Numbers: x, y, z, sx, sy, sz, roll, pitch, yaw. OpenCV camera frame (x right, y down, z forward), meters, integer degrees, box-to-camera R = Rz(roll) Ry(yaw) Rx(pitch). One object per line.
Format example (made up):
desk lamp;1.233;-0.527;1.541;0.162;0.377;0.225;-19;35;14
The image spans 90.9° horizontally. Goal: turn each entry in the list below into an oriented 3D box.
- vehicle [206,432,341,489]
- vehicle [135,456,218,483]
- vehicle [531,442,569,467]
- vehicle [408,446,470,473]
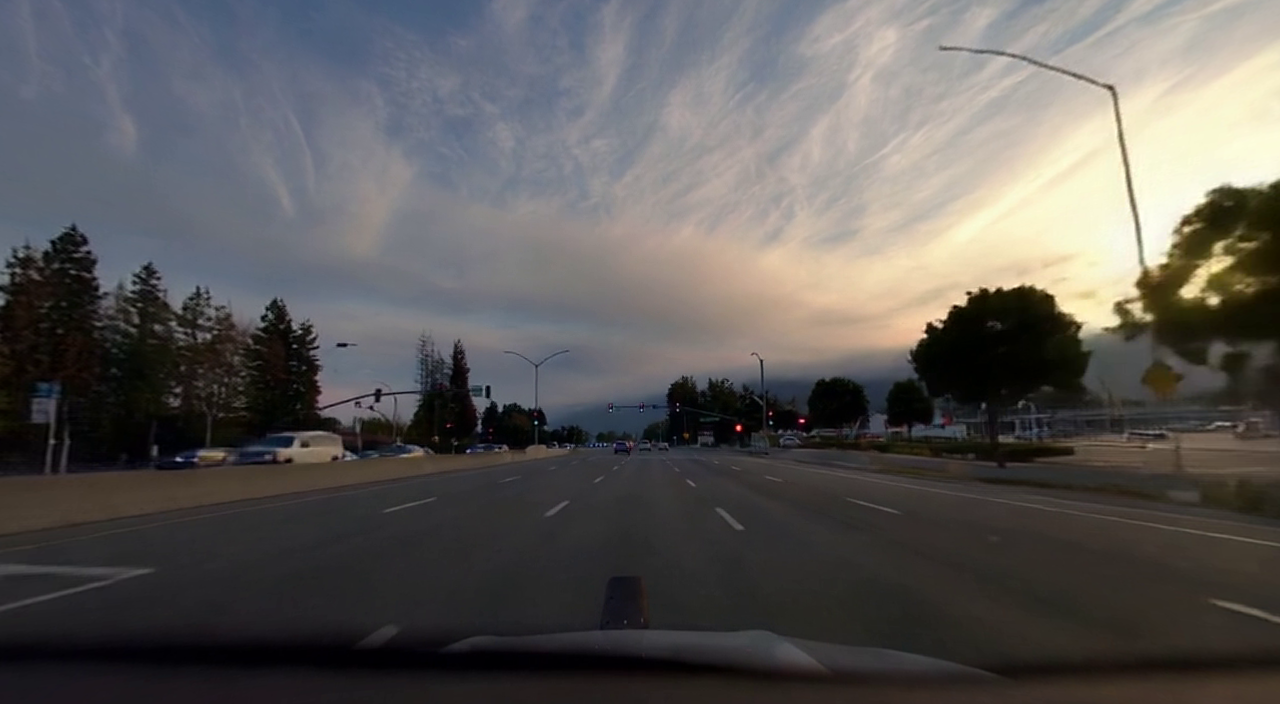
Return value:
vehicle;-14.442;4.293;25.341;2.160;1.993;5.347;0;-8;0
vehicle;-26.347;6.655;35.955;1.673;1.400;3.902;0;-8;2
vehicle;-5.955;6.808;42.115;1.843;1.528;4.121;0;-8;1
vehicle;-11.149;5.966;35.304;1.937;1.426;4.529;0;-8;0
